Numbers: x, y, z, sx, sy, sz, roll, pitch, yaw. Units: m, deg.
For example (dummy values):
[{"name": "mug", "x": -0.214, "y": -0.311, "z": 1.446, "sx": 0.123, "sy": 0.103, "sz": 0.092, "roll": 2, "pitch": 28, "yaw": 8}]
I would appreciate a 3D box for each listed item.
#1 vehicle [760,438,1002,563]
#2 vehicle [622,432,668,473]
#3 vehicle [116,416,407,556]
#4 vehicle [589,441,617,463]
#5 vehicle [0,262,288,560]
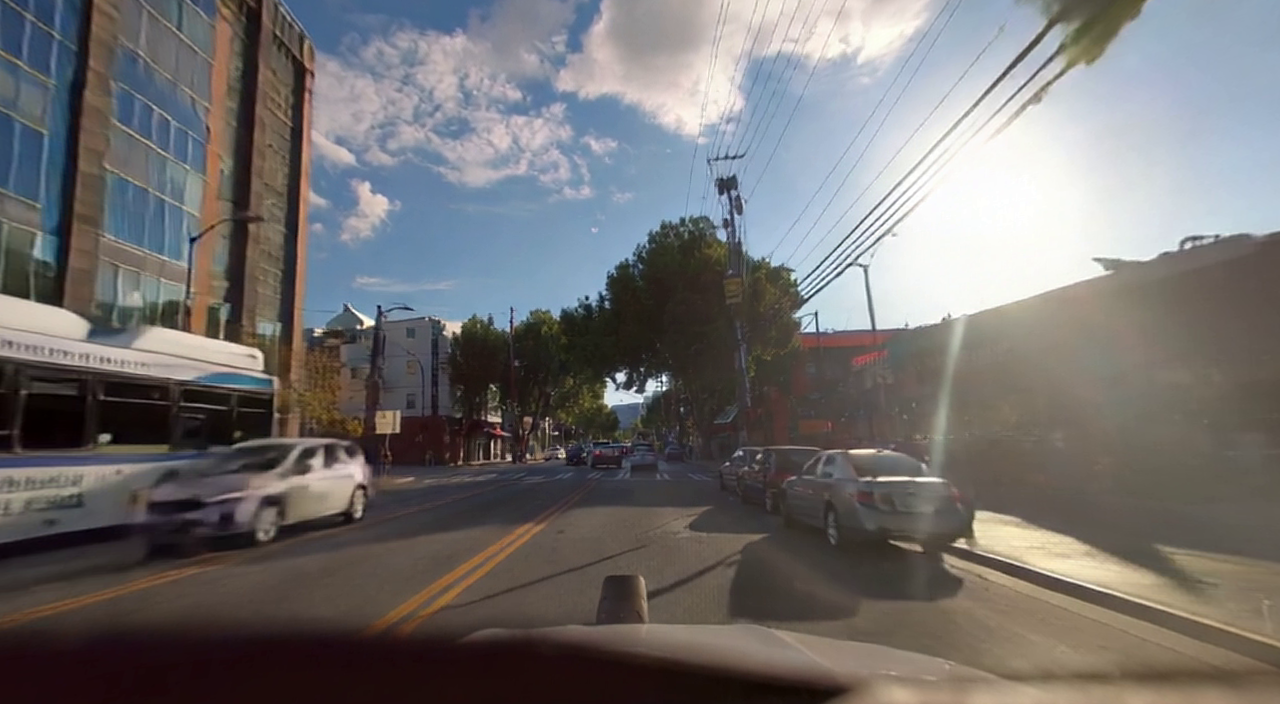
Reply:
[{"name": "vehicle", "x": 3.318, "y": 2.121, "z": 9.869, "sx": 2.018, "sy": 1.474, "sz": 4.524, "roll": 0, "pitch": -8, "yaw": 0}, {"name": "vehicle", "x": 0.306, "y": 5.025, "z": 31.642, "sx": 2.127, "sy": 1.893, "sz": 4.194, "roll": 0, "pitch": -8, "yaw": 2}, {"name": "vehicle", "x": -5.588, "y": 2.009, "z": 10.151, "sx": 2.050, "sy": 1.763, "sz": 4.119, "roll": 0, "pitch": -8, "yaw": 1}, {"name": "vehicle", "x": -2.853, "y": 7.785, "z": 49.320, "sx": 2.026, "sy": 1.616, "sz": 4.109, "roll": 1, "pitch": -8, "yaw": -1}, {"name": "vehicle", "x": -9.398, "y": 0.655, "z": 7.186, "sx": 3.022, "sy": 3.627, "sz": 13.129, "roll": -1, "pitch": -9, "yaw": 1}]
